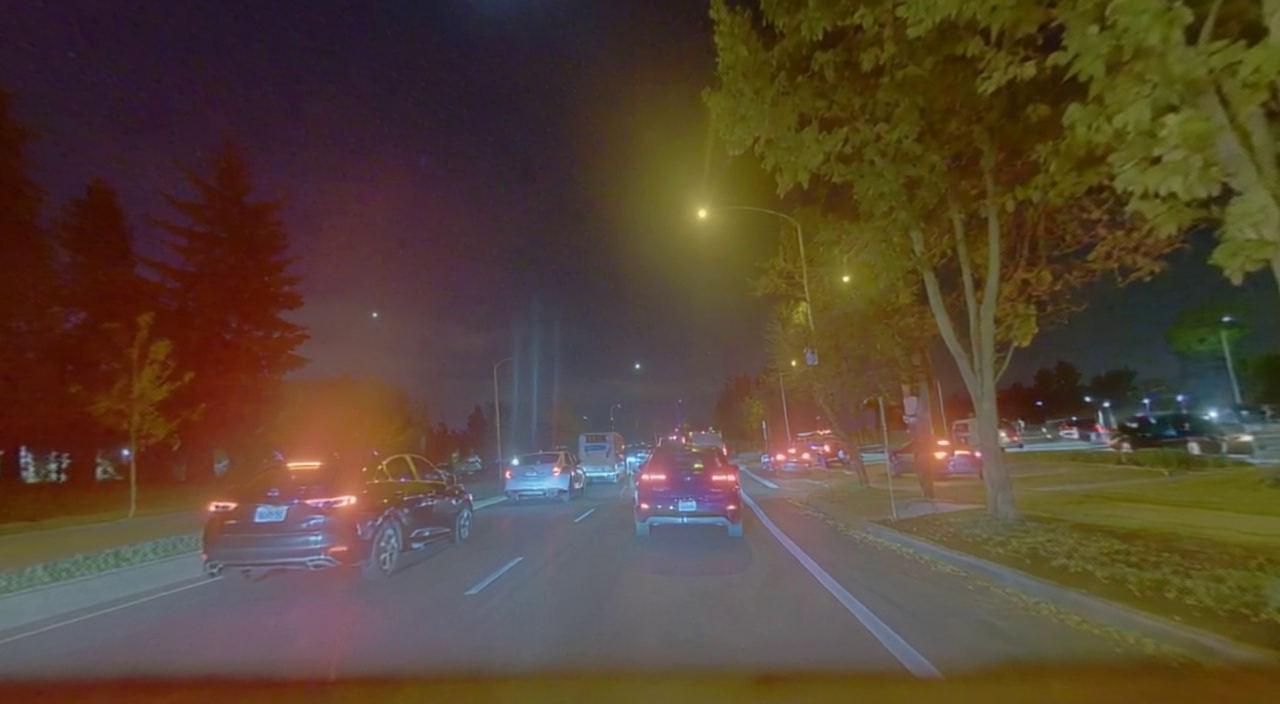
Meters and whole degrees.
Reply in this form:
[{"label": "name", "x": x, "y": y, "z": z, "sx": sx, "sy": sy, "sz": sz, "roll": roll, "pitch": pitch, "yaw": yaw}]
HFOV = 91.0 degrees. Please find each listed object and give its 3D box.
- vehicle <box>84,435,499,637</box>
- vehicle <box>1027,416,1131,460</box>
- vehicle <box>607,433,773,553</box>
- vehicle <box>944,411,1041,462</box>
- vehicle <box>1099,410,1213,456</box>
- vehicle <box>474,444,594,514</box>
[{"label": "vehicle", "x": -3.162, "y": 1.724, "z": 6.980, "sx": 1.940, "sy": 1.502, "sz": 4.241, "roll": -1, "pitch": -9, "yaw": 4}, {"label": "vehicle", "x": 18.090, "y": 3.585, "z": 26.188, "sx": 1.803, "sy": 1.518, "sz": 3.893, "roll": -6, "pitch": -9, "yaw": 8}, {"label": "vehicle", "x": 0.768, "y": 2.147, "z": 10.309, "sx": 2.142, "sy": 1.528, "sz": 4.133, "roll": -1, "pitch": -9, "yaw": 4}, {"label": "vehicle", "x": 14.700, "y": 3.610, "z": 26.606, "sx": 2.288, "sy": 1.933, "sz": 4.612, "roll": -2, "pitch": -9, "yaw": 13}, {"label": "vehicle", "x": 20.697, "y": 3.298, "z": 25.489, "sx": 1.902, "sy": 1.529, "sz": 3.937, "roll": -7, "pitch": -9, "yaw": 13}, {"label": "vehicle", "x": -2.464, "y": 3.066, "z": 15.798, "sx": 1.870, "sy": 1.490, "sz": 4.187, "roll": -1, "pitch": -9, "yaw": 6}]
